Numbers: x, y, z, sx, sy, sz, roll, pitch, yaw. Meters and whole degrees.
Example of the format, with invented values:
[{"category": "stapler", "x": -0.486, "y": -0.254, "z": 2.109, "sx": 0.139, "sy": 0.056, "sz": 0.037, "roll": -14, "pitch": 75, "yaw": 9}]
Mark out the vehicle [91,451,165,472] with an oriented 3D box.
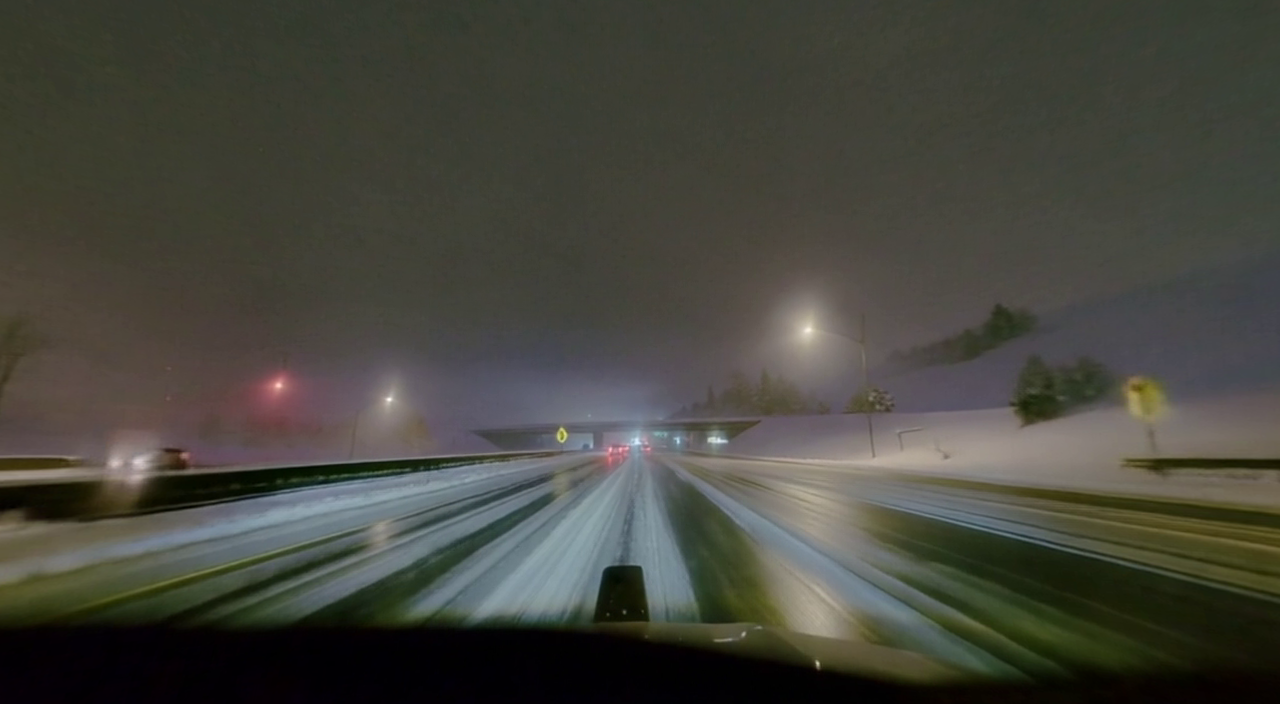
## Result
[{"category": "vehicle", "x": -37.648, "y": 8.010, "z": 46.500, "sx": 1.775, "sy": 1.435, "sz": 4.410, "roll": 0, "pitch": -9, "yaw": 0}]
